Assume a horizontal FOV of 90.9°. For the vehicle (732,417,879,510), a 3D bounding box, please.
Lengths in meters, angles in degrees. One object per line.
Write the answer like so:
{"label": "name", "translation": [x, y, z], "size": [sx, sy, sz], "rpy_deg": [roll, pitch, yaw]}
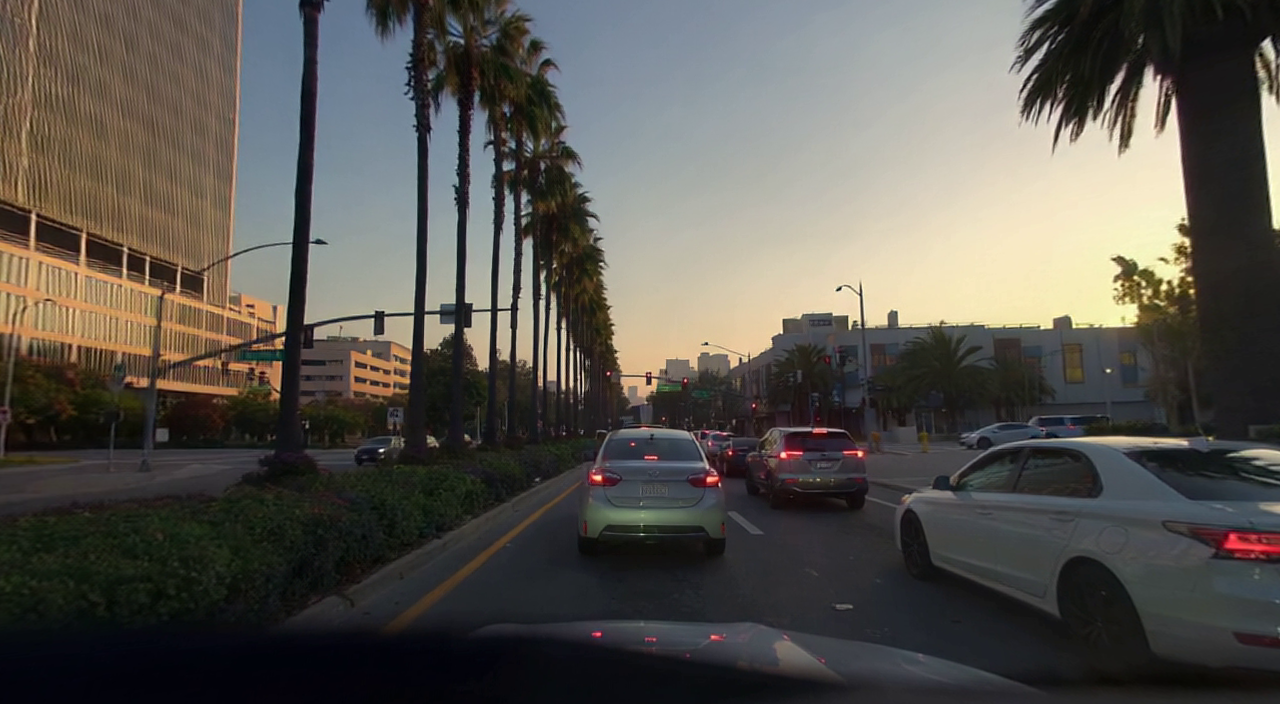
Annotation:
{"label": "vehicle", "translation": [3.491, 2.461, 14.303], "size": [2.169, 1.751, 4.276], "rpy_deg": [0, -8, 0]}

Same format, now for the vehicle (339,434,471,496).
{"label": "vehicle", "translation": [-6.265, 3.048, 17.380], "size": [1.900, 1.487, 4.165], "rpy_deg": [0, -8, 2]}

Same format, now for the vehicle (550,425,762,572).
{"label": "vehicle", "translation": [0.171, 1.784, 8.461], "size": [2.140, 1.474, 4.026], "rpy_deg": [0, -8, 0]}

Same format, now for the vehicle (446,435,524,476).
{"label": "vehicle", "translation": [-6.060, 4.096, 25.217], "size": [1.822, 1.456, 4.396], "rpy_deg": [-1, -8, 2]}

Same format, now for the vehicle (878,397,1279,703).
{"label": "vehicle", "translation": [3.538, 1.217, 4.476], "size": [1.910, 1.490, 4.661], "rpy_deg": [0, -8, 0]}
